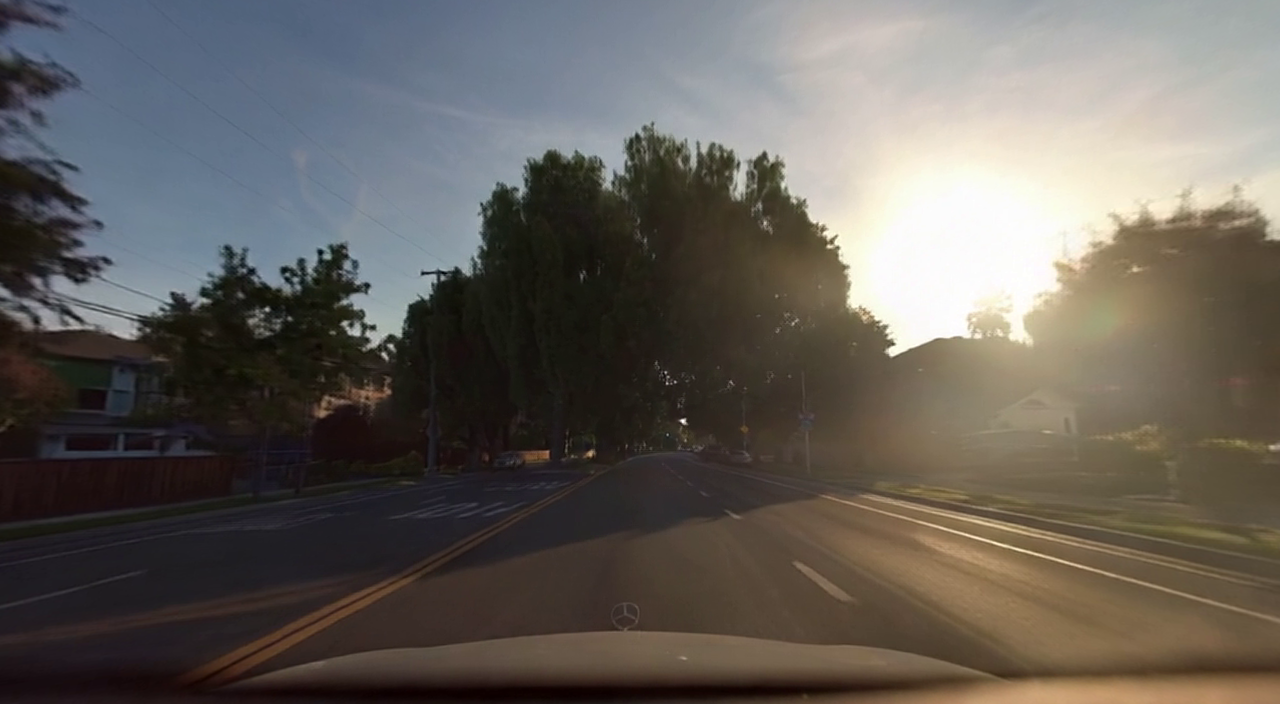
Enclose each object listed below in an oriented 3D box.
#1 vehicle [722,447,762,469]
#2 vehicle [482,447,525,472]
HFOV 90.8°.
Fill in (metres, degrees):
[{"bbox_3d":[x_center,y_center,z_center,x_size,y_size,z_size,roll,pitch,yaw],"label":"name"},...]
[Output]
[{"bbox_3d":[6.977,7.288,43.639,1.946,1.404,4.609,0,-8,0],"label":"vehicle"},{"bbox_3d":[-10.530,8.321,49.119,2.095,1.815,4.726,-1,-8,3],"label":"vehicle"}]
